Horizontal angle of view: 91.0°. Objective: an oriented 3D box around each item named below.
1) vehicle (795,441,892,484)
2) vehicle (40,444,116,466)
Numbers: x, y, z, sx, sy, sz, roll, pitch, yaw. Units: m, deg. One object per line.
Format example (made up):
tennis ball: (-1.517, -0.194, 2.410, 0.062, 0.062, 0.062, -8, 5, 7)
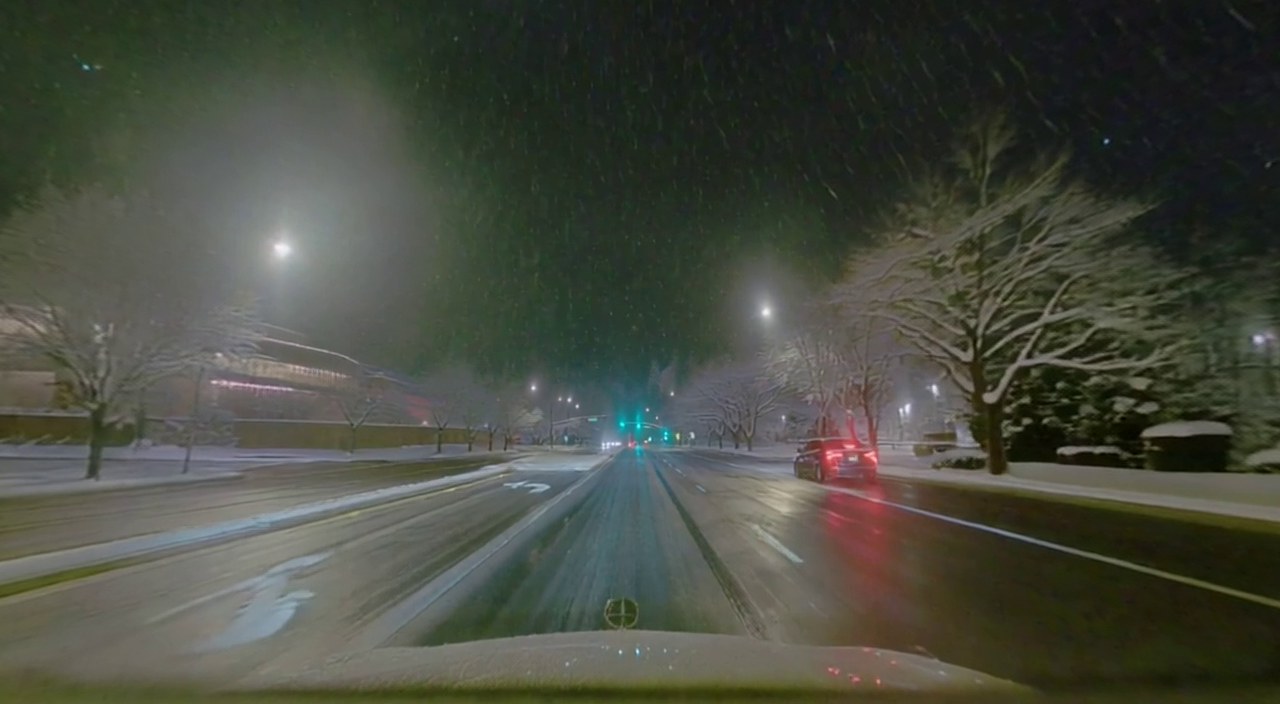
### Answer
vehicle: (7.431, 4.071, 23.546, 2.054, 1.421, 4.487, 0, -8, -1)
vehicle: (-41.549, 7.591, 46.636, 3.662, 1.533, 1.819, 3, -9, -19)
